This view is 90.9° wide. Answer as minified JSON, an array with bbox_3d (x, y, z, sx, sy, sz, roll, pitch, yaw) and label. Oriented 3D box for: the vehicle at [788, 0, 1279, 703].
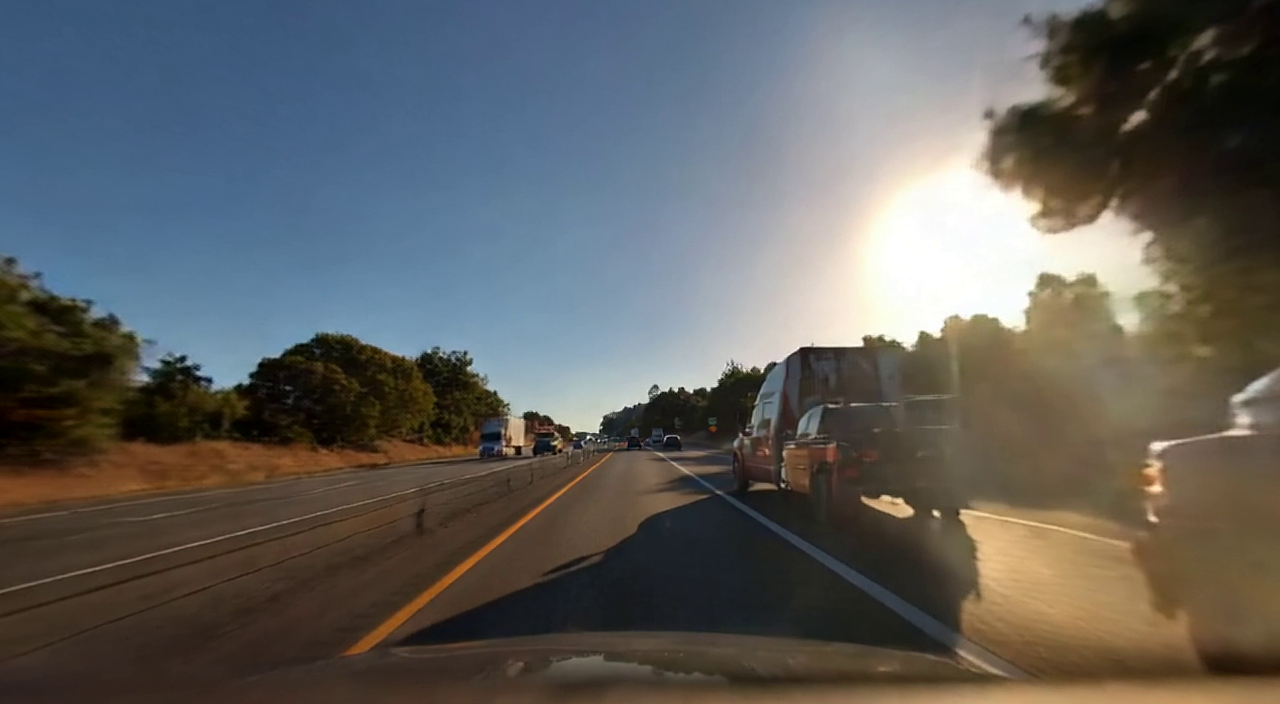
[{"bbox_3d":[3.965,-0.307,2.689,3.038,3.975,13.887,0,-8,-1],"label":"vehicle"}]
